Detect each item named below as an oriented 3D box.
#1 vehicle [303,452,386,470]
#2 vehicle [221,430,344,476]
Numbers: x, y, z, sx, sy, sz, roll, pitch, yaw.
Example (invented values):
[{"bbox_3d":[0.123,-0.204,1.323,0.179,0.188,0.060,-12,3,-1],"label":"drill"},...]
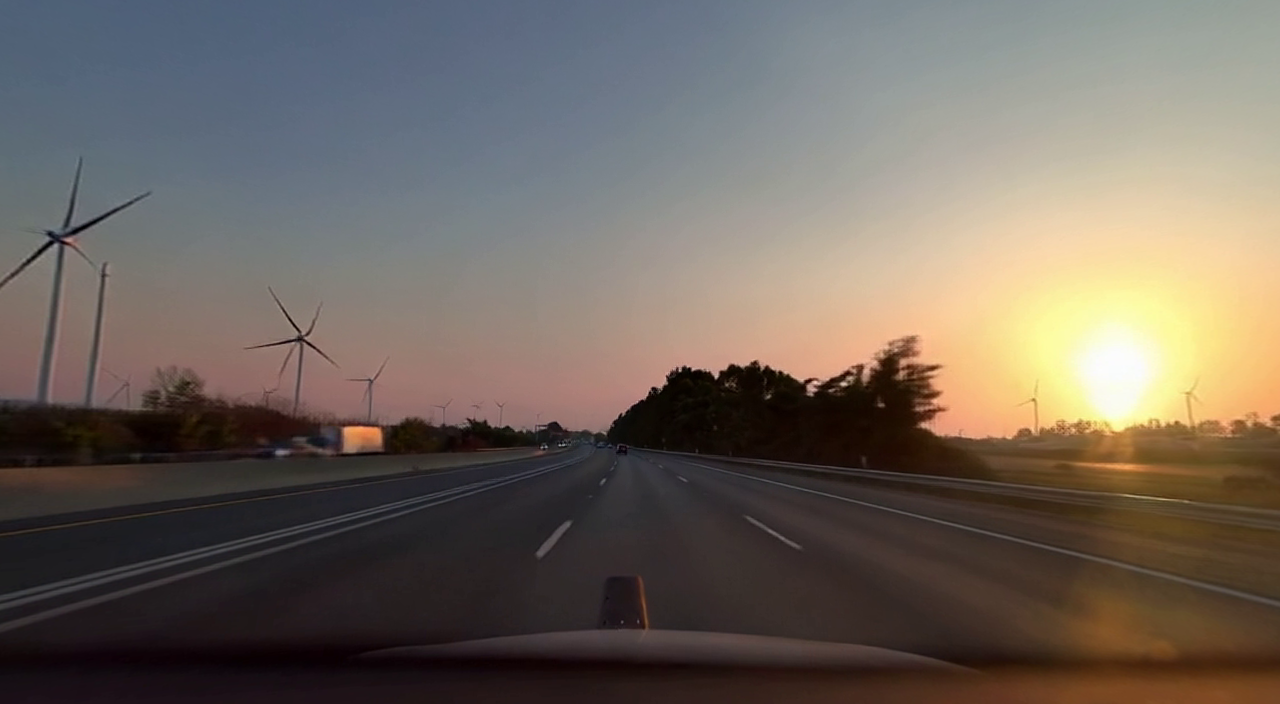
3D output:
[{"bbox_3d":[-16.120,5.981,34.738,2.155,0.878,4.815,0,-9,2],"label":"vehicle"},{"bbox_3d":[-16.135,4.608,28.955,2.299,1.894,5.687,0,-9,0],"label":"vehicle"}]
